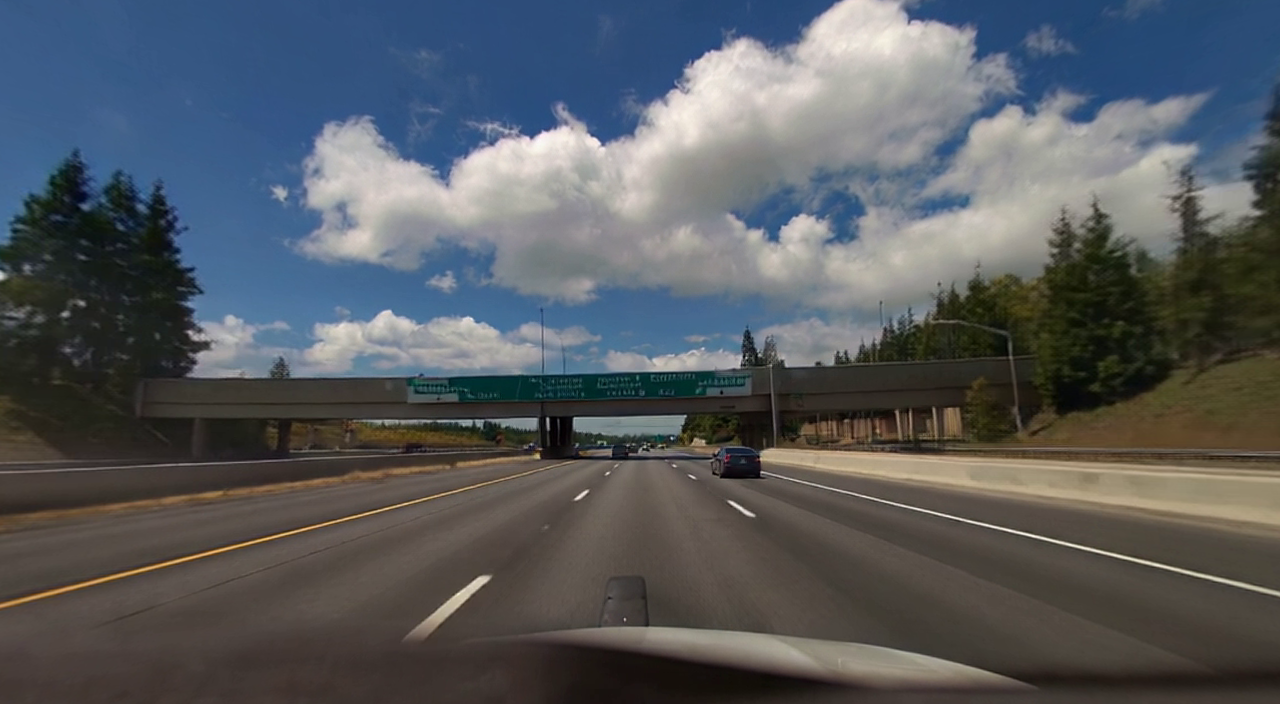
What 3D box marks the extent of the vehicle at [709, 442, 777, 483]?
[{"bbox_3d":[4.042,4.407,25.493,1.908,1.483,4.259,0,-8,-1],"label":"vehicle"}]
